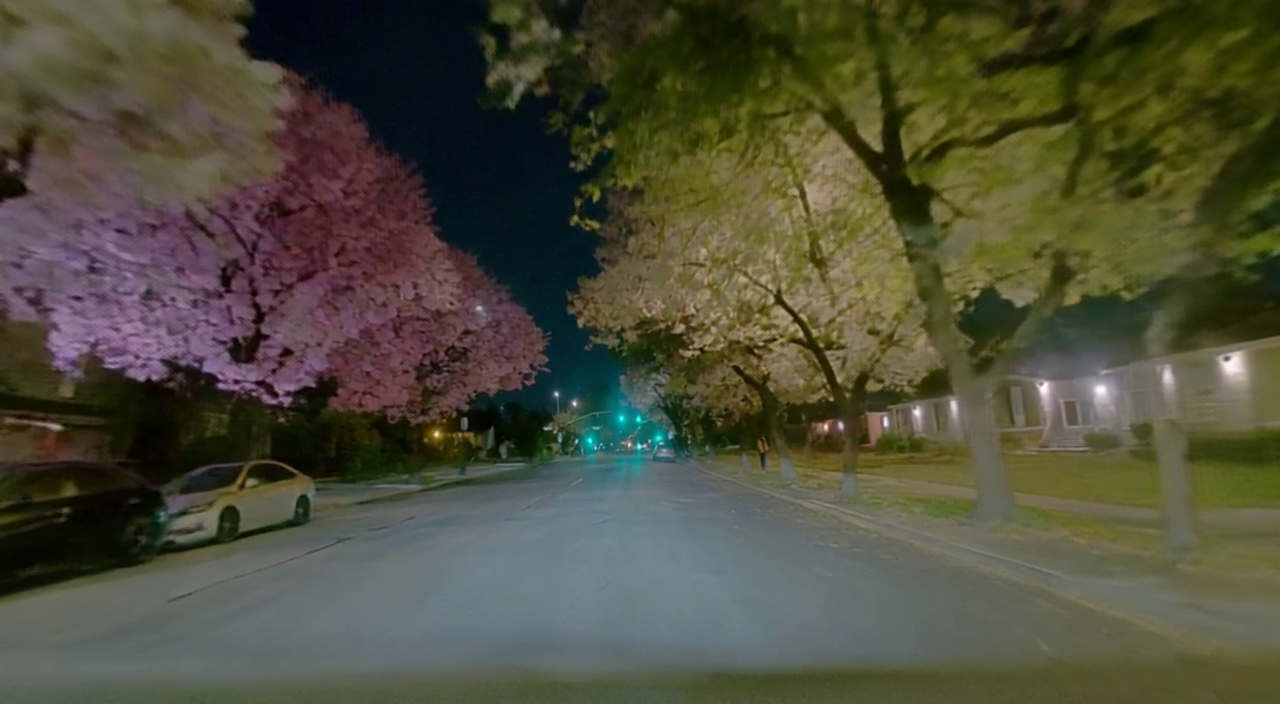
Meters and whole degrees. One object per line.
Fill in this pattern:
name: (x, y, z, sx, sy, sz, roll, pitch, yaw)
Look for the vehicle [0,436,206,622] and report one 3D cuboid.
vehicle: (-6.378, 1.632, 6.103, 1.874, 1.497, 4.233, -2, -7, -8)
